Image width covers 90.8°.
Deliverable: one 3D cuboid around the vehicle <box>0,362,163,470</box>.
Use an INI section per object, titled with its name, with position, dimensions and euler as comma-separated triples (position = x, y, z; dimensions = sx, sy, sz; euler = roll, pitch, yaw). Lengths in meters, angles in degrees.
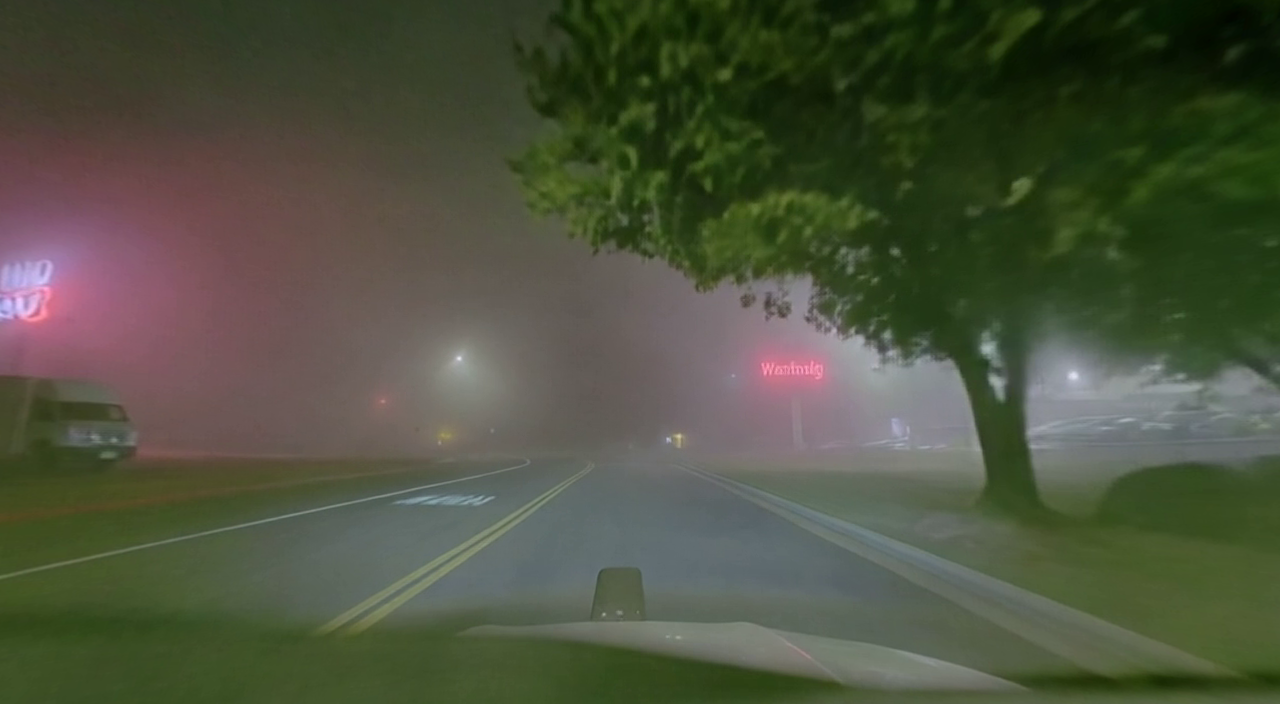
[vehicle]
position = -19.886, 2.110, 20.477
dimensions = 6.595, 3.267, 2.535
euler = 0, -8, 0
